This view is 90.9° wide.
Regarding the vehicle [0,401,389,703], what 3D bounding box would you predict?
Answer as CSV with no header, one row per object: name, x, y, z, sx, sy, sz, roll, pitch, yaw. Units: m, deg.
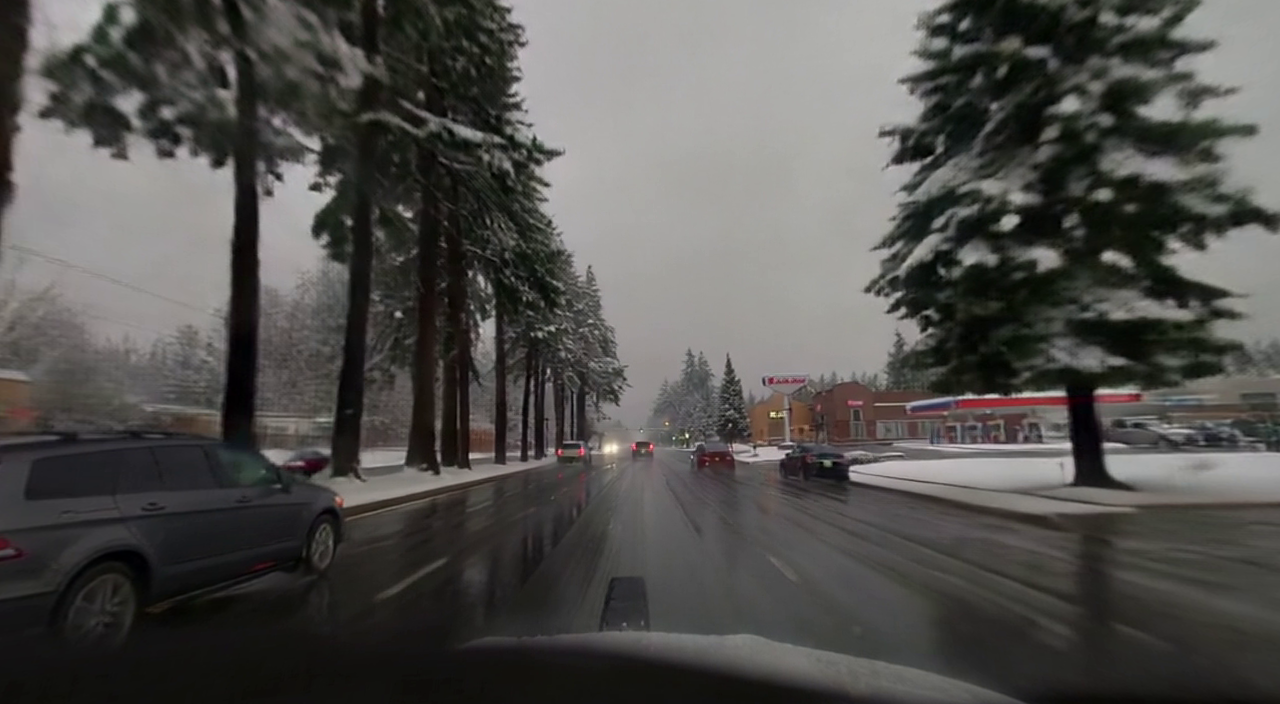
vehicle,-4.067,1.288,4.949,1.988,1.530,5.155,0,-8,1

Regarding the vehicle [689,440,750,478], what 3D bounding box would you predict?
vehicle,3.325,4.576,27.268,2.010,1.486,4.498,0,-8,0

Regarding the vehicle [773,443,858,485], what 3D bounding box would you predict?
vehicle,6.386,4.109,23.478,1.856,1.421,4.357,0,-8,-1

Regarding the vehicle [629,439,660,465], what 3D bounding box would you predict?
vehicle,0.264,6.473,40.916,1.922,1.579,3.642,0,-8,0

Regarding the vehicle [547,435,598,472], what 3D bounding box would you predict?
vehicle,-3.384,5.220,32.567,2.051,1.747,4.370,0,-8,1
